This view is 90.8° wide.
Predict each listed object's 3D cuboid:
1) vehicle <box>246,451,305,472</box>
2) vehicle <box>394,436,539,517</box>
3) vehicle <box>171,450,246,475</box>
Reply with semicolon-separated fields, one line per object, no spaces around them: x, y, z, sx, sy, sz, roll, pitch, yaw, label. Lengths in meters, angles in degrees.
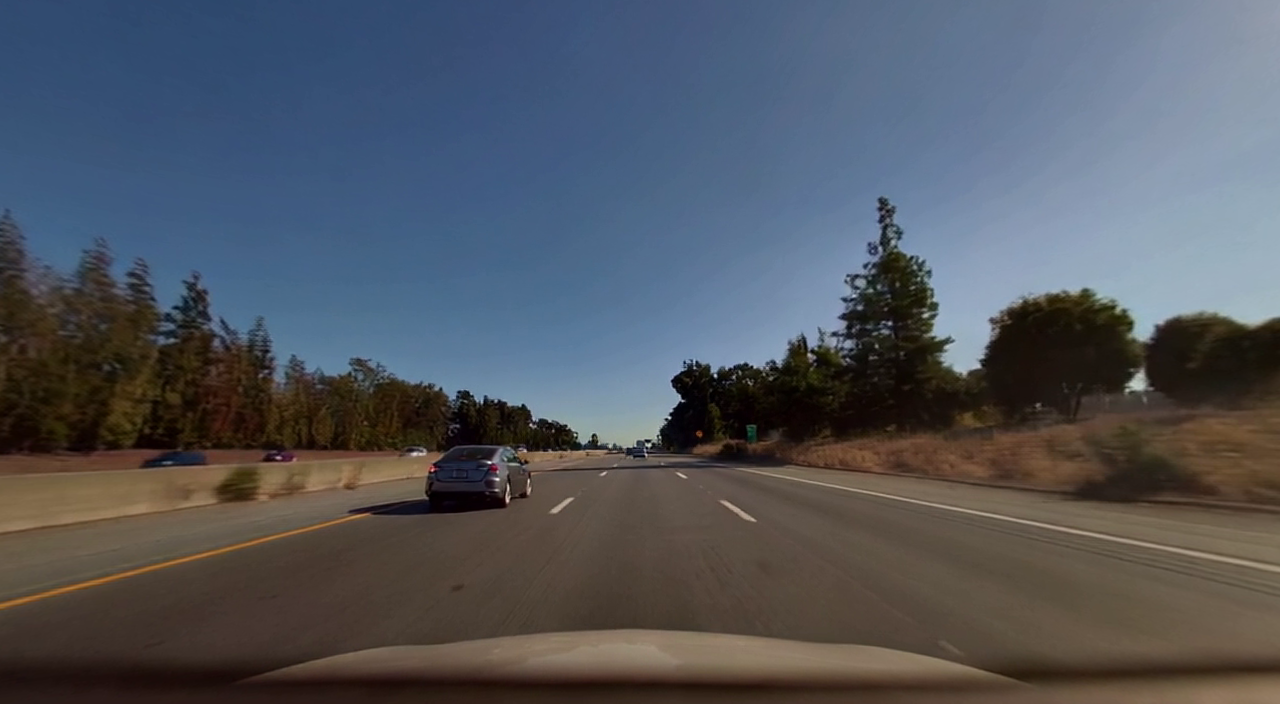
-28.064;8.432;48.789;1.799;1.513;4.499;0;-9;1;vehicle
-3.682;2.727;14.361;2.050;1.547;4.266;0;-9;0;vehicle
-32.550;8.312;47.831;1.999;1.728;5.171;0;-9;0;vehicle
